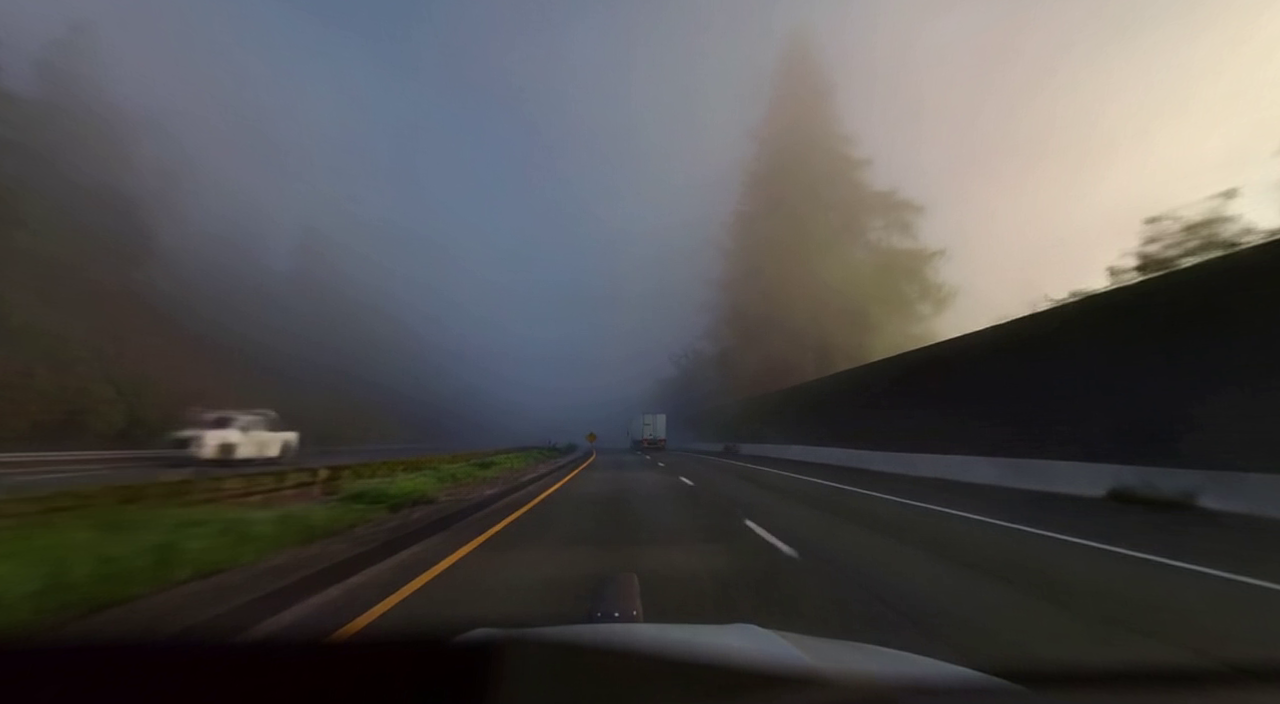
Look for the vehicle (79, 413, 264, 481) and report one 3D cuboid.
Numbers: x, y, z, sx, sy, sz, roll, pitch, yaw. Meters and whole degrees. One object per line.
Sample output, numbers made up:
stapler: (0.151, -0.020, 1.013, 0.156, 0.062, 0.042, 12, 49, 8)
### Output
vehicle: (-12.209, 2.524, 16.827, 1.829, 1.570, 4.180, 0, -8, -3)
